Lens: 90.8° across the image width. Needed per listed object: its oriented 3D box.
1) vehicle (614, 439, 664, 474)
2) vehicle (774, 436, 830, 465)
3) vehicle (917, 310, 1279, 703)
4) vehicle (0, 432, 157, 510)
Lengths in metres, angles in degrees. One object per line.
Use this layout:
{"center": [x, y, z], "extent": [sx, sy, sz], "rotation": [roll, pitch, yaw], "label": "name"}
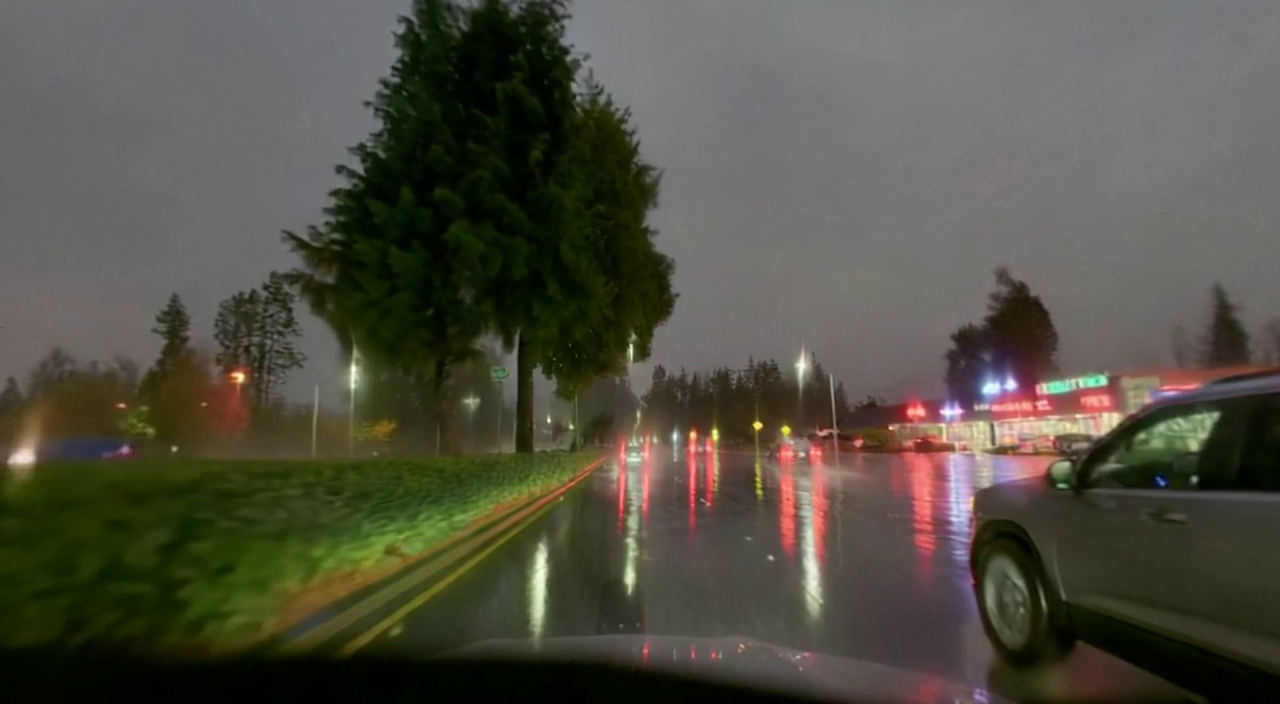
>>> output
{"center": [-0.083, 4.827, 29.315], "extent": [2.126, 1.475, 3.967], "rotation": [0, -8, -1], "label": "vehicle"}
{"center": [10.094, 6.204, 39.872], "extent": [2.079, 1.716, 4.771], "rotation": [0, -8, -2], "label": "vehicle"}
{"center": [3.200, 0.781, 2.583], "extent": [2.110, 1.698, 4.397], "rotation": [0, -8, 0], "label": "vehicle"}
{"center": [-17.037, 3.299, 17.949], "extent": [2.195, 1.911, 5.549], "rotation": [0, -8, 0], "label": "vehicle"}
